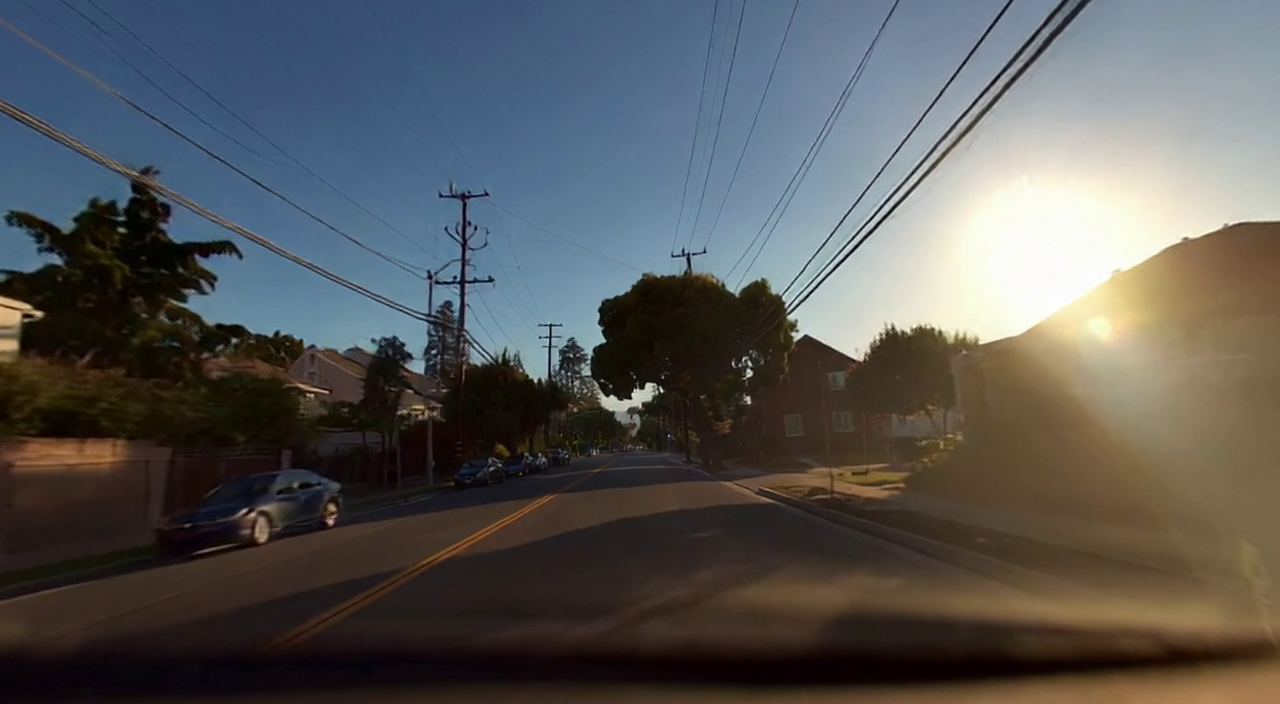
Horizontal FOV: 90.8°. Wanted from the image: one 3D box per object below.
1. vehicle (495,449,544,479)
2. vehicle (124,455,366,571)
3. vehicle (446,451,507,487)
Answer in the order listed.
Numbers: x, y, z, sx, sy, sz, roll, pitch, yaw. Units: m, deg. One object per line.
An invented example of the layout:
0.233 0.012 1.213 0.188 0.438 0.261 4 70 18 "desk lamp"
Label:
-7.597 7.111 40.345 1.839 1.494 4.757 -9 -9 2 "vehicle"
-7.202 2.896 12.154 1.869 1.442 4.344 -9 -8 -1 "vehicle"
-7.732 5.551 30.238 1.949 1.512 3.818 0 -8 -1 "vehicle"
